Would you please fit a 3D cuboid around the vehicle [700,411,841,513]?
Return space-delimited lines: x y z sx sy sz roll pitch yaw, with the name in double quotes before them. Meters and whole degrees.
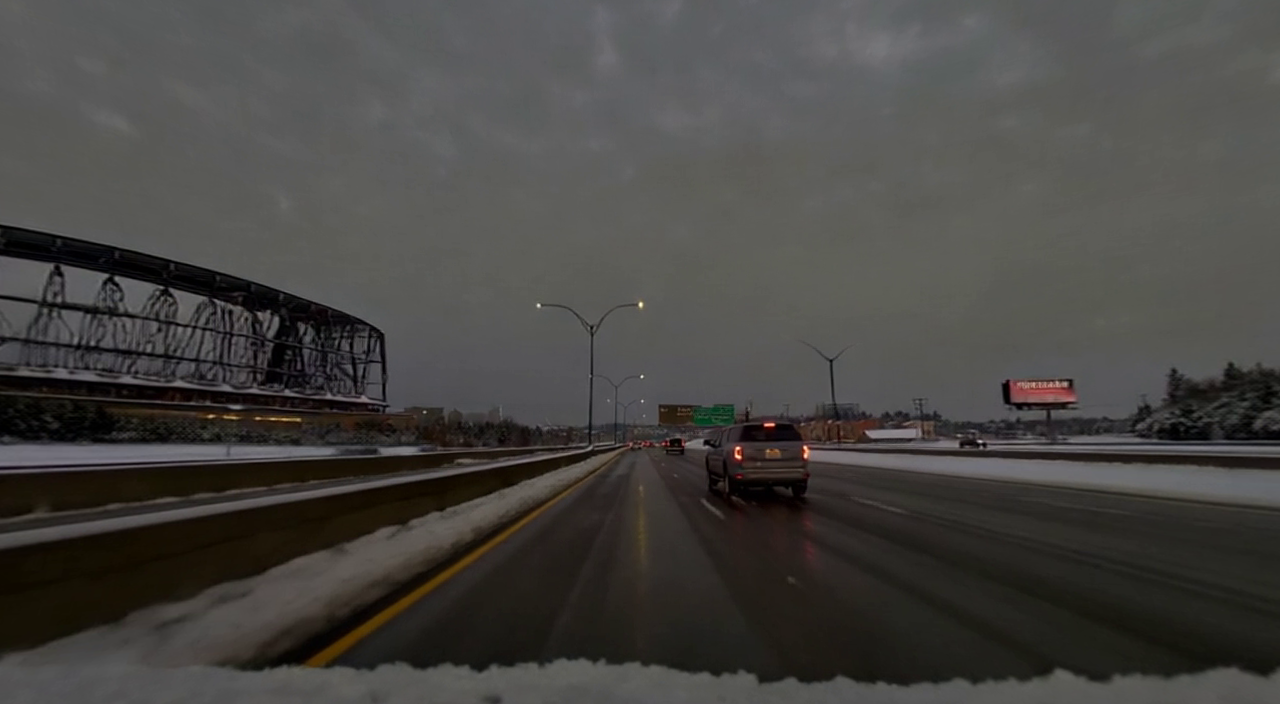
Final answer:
"vehicle" 2.824 2.544 15.059 2.199 2.002 4.970 0 -9 -1

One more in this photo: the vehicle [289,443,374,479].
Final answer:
"vehicle" -14.894 5.246 30.785 1.905 1.599 4.490 0 -9 -1
